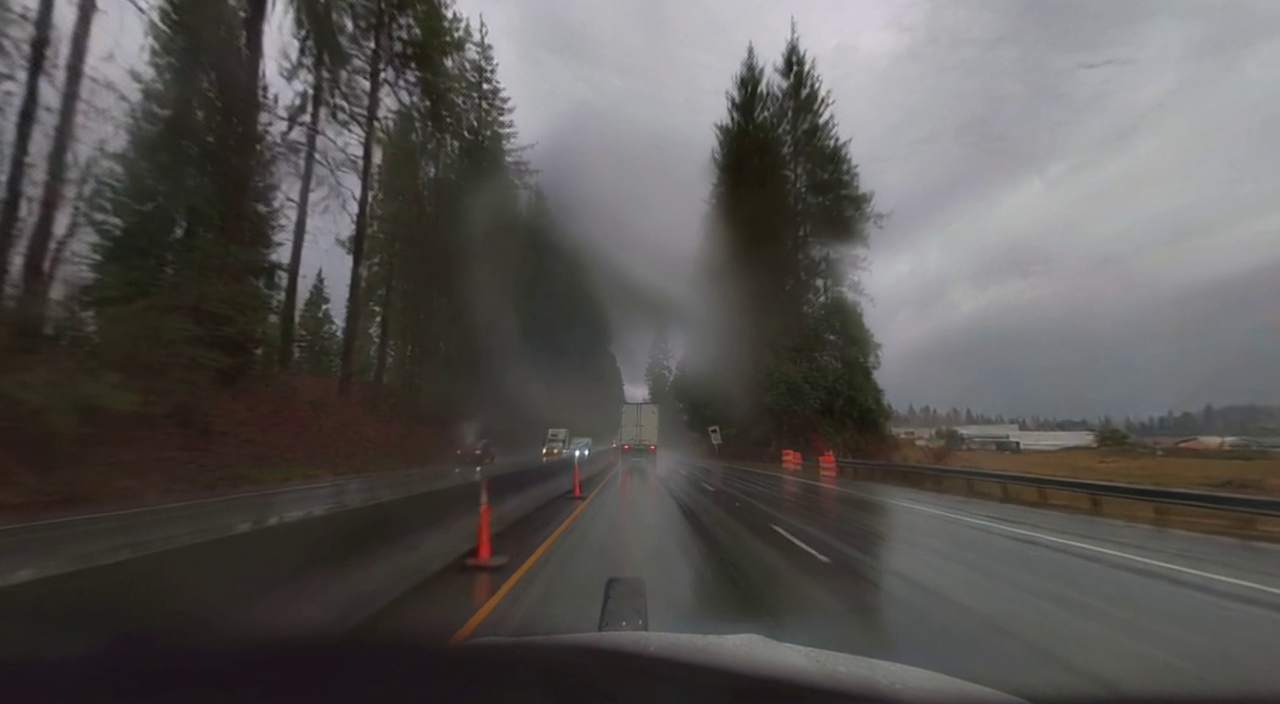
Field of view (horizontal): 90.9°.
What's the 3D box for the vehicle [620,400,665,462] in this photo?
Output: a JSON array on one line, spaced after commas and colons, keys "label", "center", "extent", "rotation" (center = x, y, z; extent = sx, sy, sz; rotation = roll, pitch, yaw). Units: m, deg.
[{"label": "vehicle", "center": [-0.022, 5.975, 46.973], "extent": [2.935, 4.068, 11.036], "rotation": [0, -8, -2]}]
